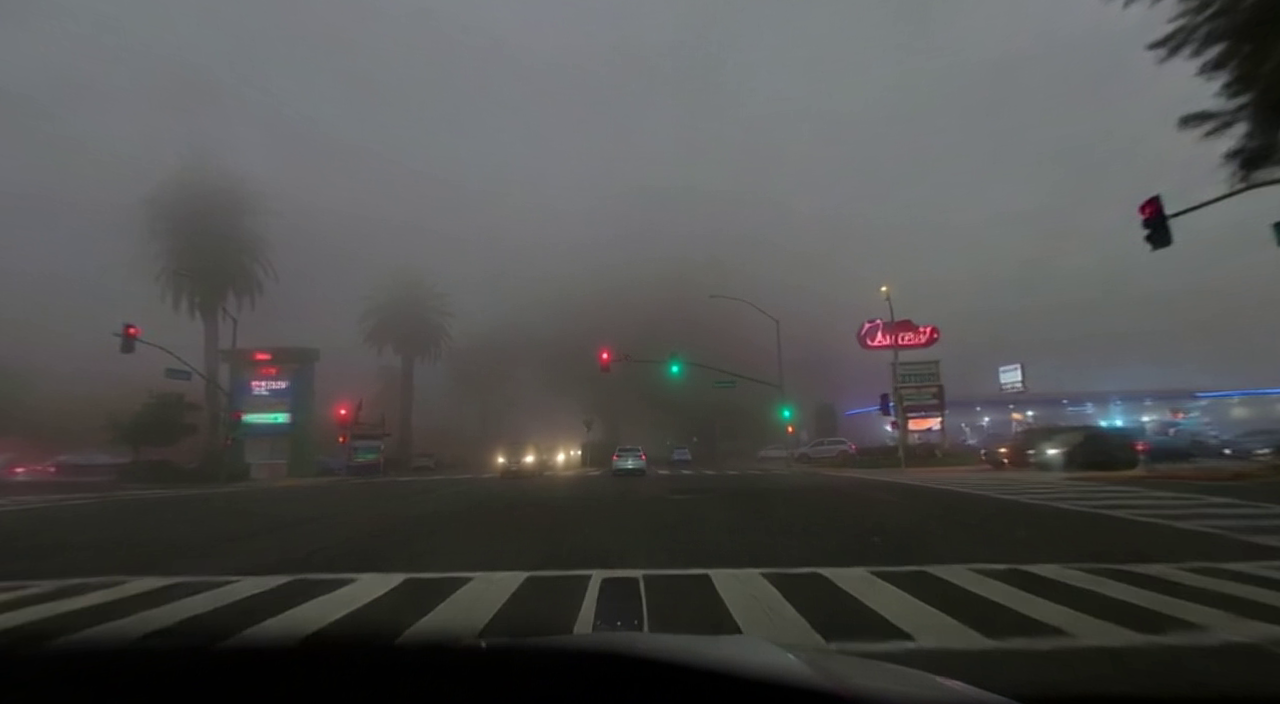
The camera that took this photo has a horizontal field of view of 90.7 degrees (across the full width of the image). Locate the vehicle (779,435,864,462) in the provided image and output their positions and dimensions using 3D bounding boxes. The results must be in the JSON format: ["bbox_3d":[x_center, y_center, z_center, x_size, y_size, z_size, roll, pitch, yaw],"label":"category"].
[{"bbox_3d":[13.478,7.230,47.236,5.718,1.911,2.088,0,-9,-2],"label":"vehicle"}]

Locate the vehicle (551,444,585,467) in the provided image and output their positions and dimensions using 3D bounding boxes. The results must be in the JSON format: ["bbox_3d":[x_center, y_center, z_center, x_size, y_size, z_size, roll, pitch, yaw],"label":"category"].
[{"bbox_3d":[-5.367,7.762,47.675,2.060,1.643,4.359,-1,-9,1],"label":"vehicle"}]

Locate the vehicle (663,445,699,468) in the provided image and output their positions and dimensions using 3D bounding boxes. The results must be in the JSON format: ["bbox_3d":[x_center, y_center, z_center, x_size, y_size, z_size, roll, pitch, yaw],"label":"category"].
[{"bbox_3d":[2.803,7.268,44.222,2.060,1.471,4.168,0,-9,-2],"label":"vehicle"}]

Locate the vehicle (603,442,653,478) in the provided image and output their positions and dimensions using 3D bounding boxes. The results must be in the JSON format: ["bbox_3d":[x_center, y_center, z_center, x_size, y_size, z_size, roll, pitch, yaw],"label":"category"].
[{"bbox_3d":[-0.567,4.995,29.522,2.160,1.508,4.319,0,-9,-1],"label":"vehicle"}]

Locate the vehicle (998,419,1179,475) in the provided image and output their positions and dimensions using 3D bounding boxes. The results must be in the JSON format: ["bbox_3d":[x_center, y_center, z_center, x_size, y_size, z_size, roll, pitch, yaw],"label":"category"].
[{"bbox_3d":[17.072,3.646,24.341,5.173,1.976,2.223,0,-9,0],"label":"vehicle"}]

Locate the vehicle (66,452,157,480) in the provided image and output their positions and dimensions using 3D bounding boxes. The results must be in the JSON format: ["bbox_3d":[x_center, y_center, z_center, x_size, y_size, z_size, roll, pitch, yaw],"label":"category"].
[{"bbox_3d":[-33.867,7.285,40.745,1.913,1.638,4.553,0,-9,0],"label":"vehicle"}]

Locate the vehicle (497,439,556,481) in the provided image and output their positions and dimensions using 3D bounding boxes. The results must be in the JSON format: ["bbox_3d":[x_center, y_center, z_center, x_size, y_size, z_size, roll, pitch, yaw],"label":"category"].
[{"bbox_3d":[-5.297,5.041,30.008,2.032,1.747,4.479,-2,-8,-1],"label":"vehicle"}]
